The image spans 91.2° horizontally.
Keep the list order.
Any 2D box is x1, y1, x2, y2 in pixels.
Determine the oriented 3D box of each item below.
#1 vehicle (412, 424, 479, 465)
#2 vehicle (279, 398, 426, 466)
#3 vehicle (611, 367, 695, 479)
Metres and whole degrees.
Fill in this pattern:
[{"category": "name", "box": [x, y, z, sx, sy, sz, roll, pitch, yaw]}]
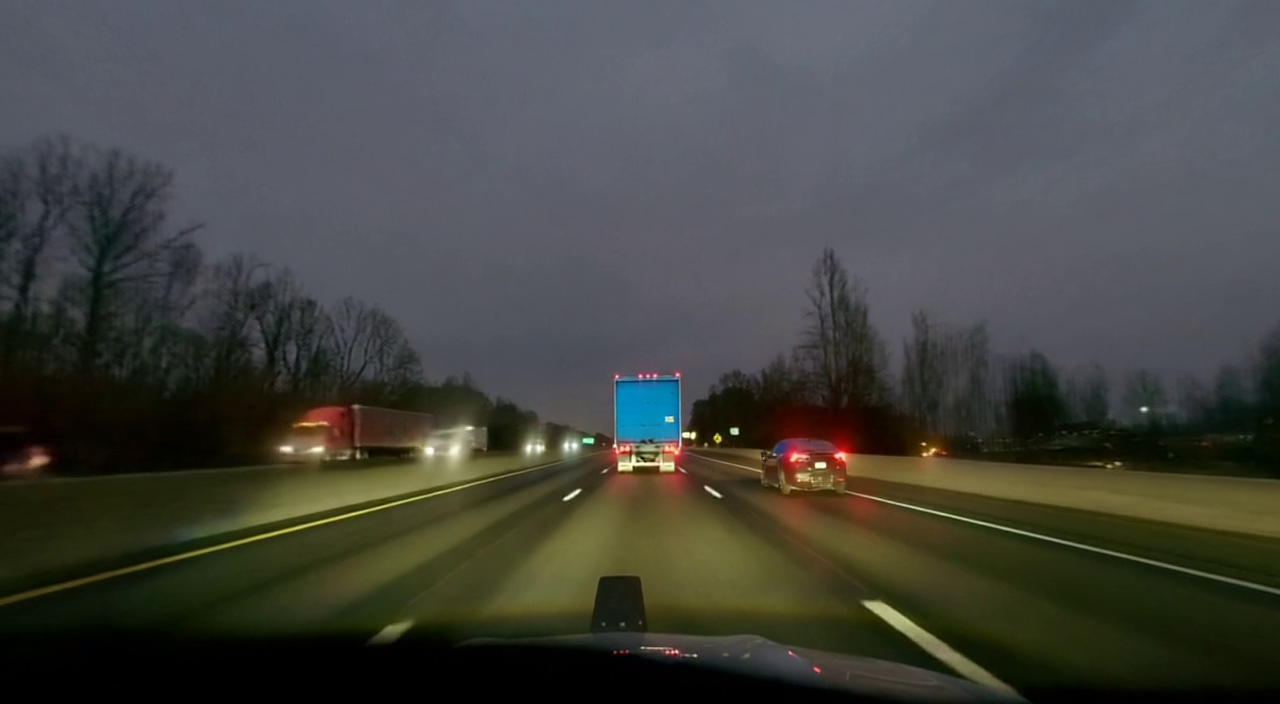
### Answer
[{"category": "vehicle", "box": [-13.099, 6.305, 42.808, 2.293, 2.516, 6.817, 0, -8, 1]}, {"category": "vehicle", "box": [-20.674, 6.206, 47.380, 2.914, 4.117, 17.316, 0, -8, 0]}, {"category": "vehicle", "box": [0.510, 3.325, 27.960, 3.010, 4.039, 10.481, 0, -8, 0]}]
